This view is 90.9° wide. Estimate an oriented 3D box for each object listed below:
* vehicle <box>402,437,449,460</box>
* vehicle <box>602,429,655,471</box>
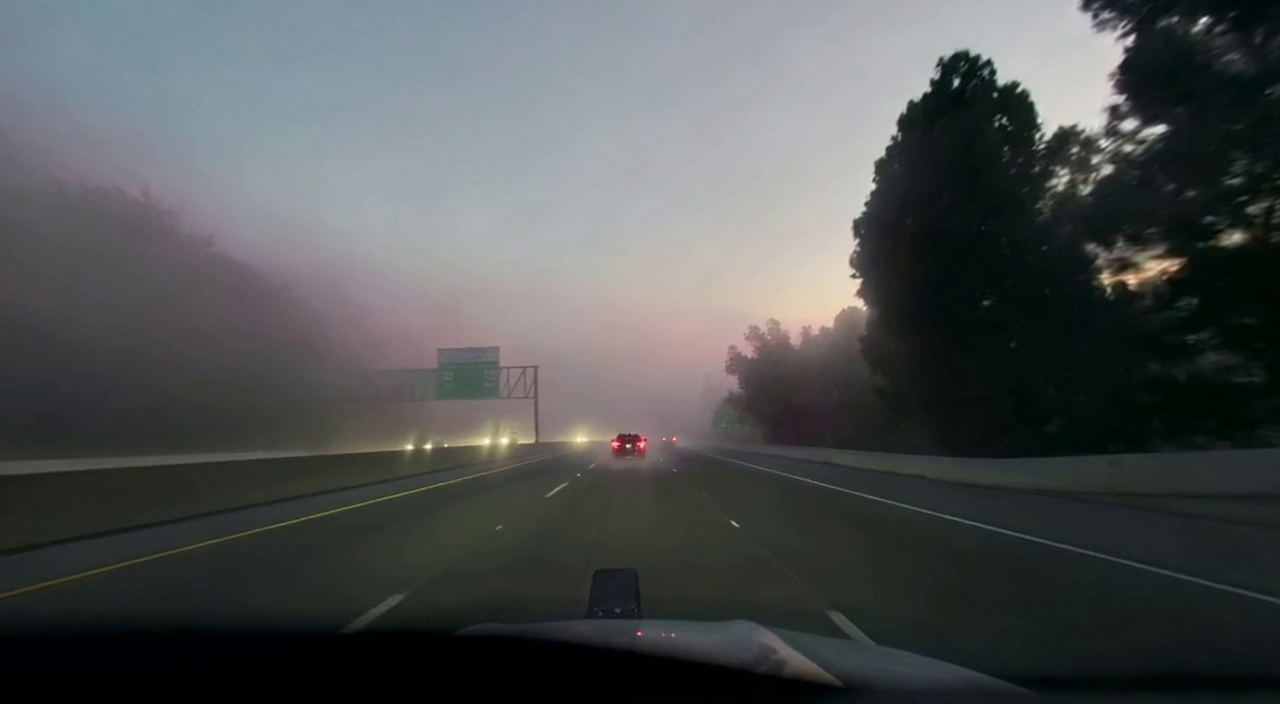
[{"bbox_3d":[-16.325,7.340,48.108,2.001,1.671,4.427,0,-8,0],"label":"vehicle"},{"bbox_3d":[-0.483,4.125,26.768,2.094,1.600,3.666,0,-8,-1],"label":"vehicle"}]
